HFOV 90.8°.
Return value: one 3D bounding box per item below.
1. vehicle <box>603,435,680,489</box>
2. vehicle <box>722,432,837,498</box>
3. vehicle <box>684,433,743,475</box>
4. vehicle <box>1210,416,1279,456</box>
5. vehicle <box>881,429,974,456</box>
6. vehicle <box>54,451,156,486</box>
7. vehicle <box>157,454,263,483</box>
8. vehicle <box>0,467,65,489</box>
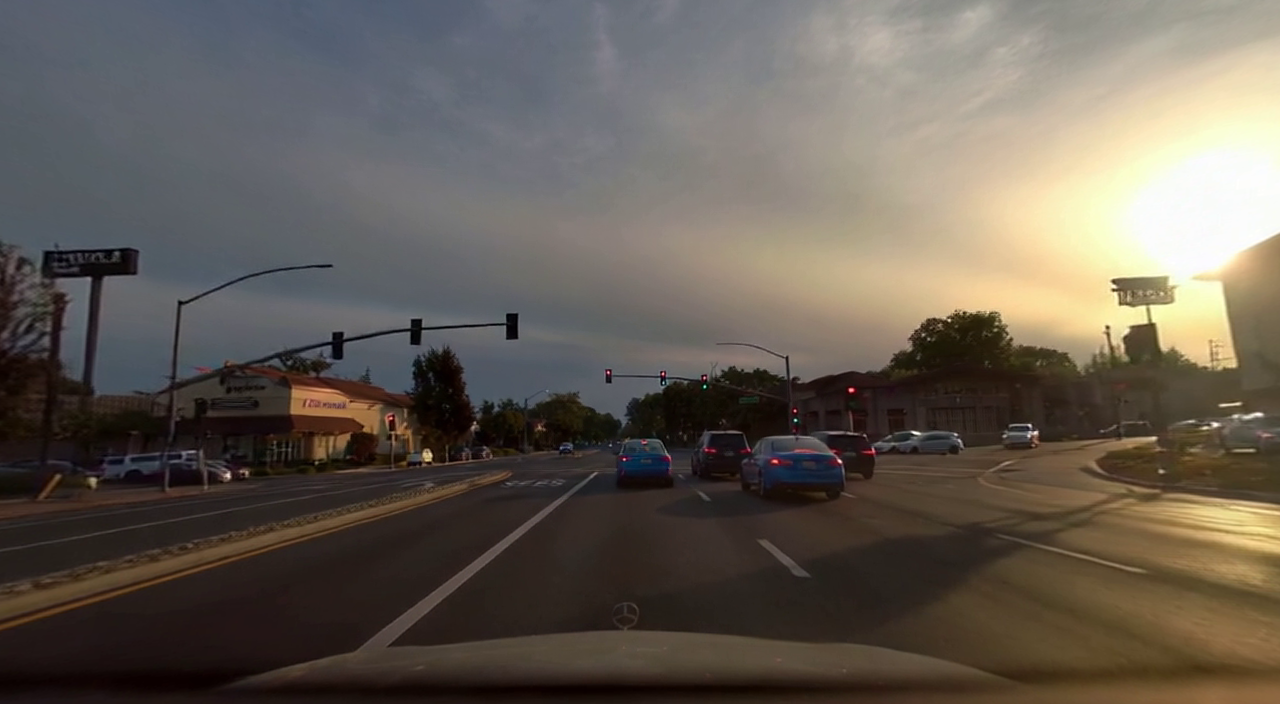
[{"bbox_3d":[0.007,3.367,19.647,2.135,1.468,4.076,0,-8,-1],"label":"vehicle"},{"bbox_3d":[3.478,2.915,16.704,1.889,1.473,4.643,0,-8,-1],"label":"vehicle"},{"bbox_3d":[3.114,4.445,27.719,1.973,1.633,4.717,0,-8,-1],"label":"vehicle"},{"bbox_3d":[25.898,3.512,26.277,2.222,1.538,4.817,-5,-10,30],"label":"vehicle"},{"bbox_3d":[19.966,6.311,44.078,5.438,1.776,2.032,0,-8,0],"label":"vehicle"},{"bbox_3d":[-38.336,8.336,45.391,5.135,2.388,2.288,0,-8,-1],"label":"vehicle"},{"bbox_3d":[-26.303,7.135,38.785,4.780,1.669,2.232,0,-8,-2],"label":"vehicle"},{"bbox_3d":[-44.549,8.995,45.297,4.604,1.447,1.892,0,-8,-3],"label":"vehicle"}]
